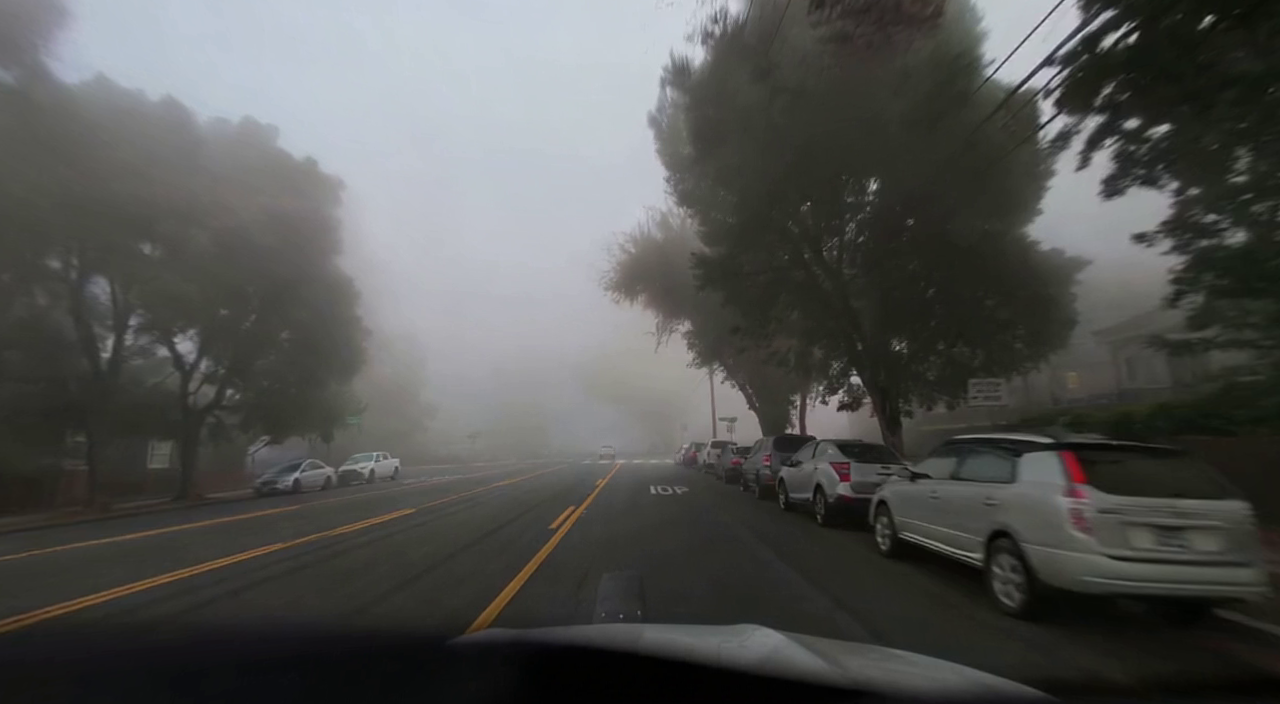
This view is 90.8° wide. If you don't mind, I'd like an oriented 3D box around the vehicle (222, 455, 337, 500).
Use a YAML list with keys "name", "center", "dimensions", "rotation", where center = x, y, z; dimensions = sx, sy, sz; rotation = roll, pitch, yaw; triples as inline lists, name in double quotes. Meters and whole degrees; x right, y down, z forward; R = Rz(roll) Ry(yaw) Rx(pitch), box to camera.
- name: "vehicle"
  center: [-13.668, 4.765, 24.307]
  dimensions: [1.909, 1.496, 4.421]
  rotation: [0, -9, -2]

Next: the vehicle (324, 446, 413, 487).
- name: "vehicle"
  center: [-13.725, 5.806, 32.389]
  dimensions: [2.229, 1.878, 5.540]
  rotation: [1, -9, -2]

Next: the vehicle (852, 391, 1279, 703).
- name: "vehicle"
  center: [3.780, 1.421, 5.751]
  dimensions: [1.843, 1.671, 5.138]
  rotation: [0, -9, -1]
